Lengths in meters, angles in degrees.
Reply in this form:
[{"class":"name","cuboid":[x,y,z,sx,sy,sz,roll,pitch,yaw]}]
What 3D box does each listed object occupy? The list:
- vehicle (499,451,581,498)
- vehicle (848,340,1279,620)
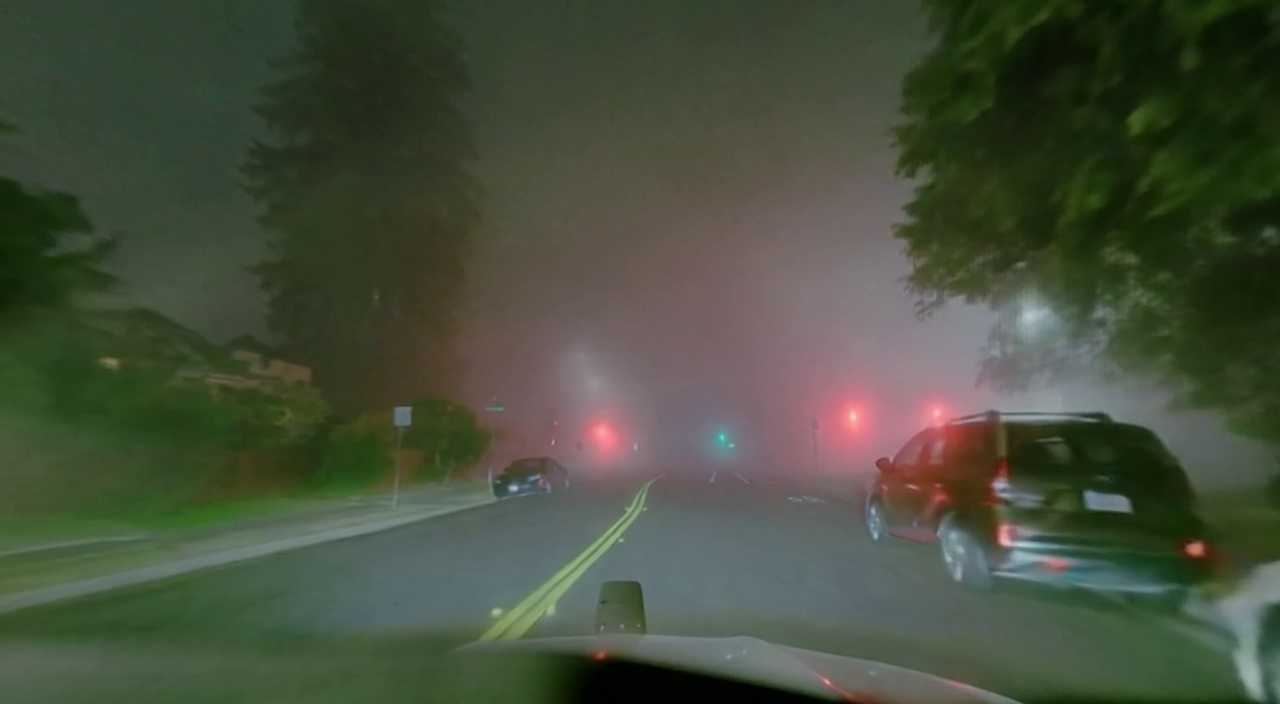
[{"class":"vehicle","cuboid":[-3.671,4.557,23.787,2.033,1.456,4.370,-3,-8,5]},{"class":"vehicle","cuboid":[4.666,1.525,8.023,2.624,2.227,5.508,2,-10,6]}]
